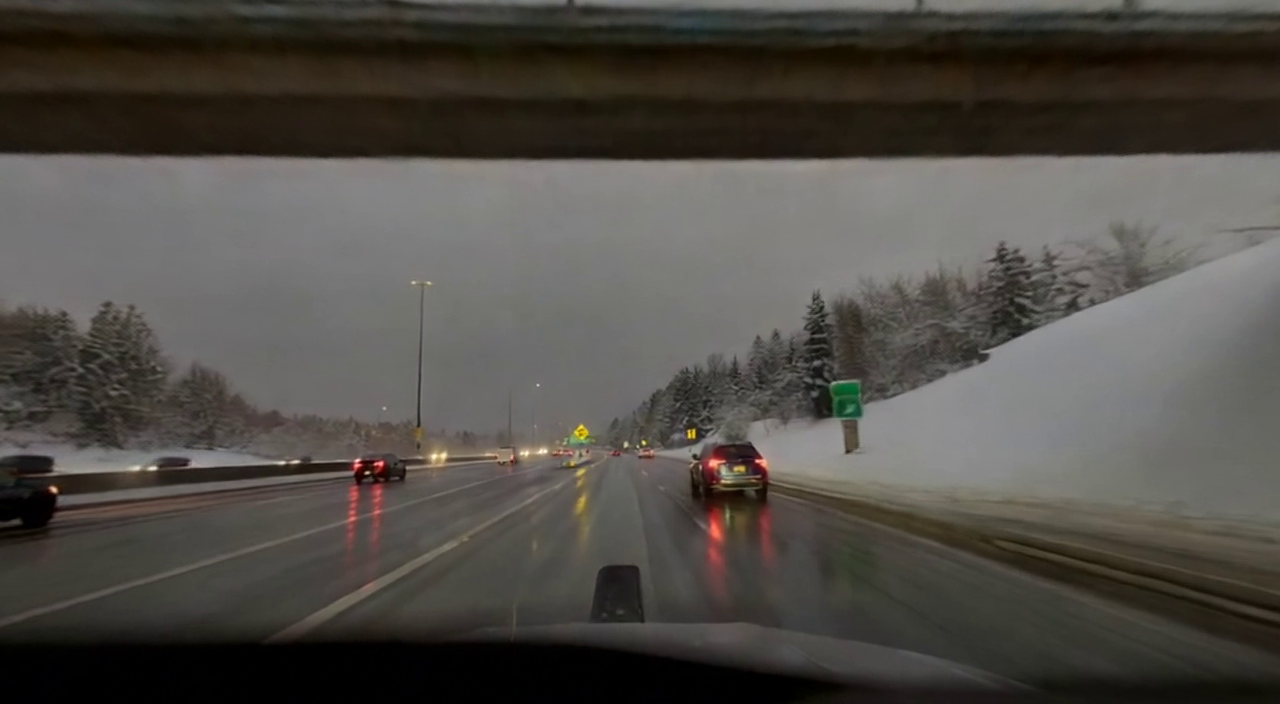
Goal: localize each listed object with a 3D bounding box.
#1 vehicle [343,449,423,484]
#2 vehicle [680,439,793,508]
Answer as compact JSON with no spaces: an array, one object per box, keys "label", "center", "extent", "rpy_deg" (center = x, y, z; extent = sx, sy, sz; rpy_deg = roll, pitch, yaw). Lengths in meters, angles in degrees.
[{"label":"vehicle","center":[-12.384,5.526,30.733],"extent":[2.072,1.545,4.687],"rpy_deg":[1,-9,-3]},{"label":"vehicle","center":[2.327,3.078,16.445],"extent":[2.079,1.535,4.316],"rpy_deg":[1,-9,-3]}]
